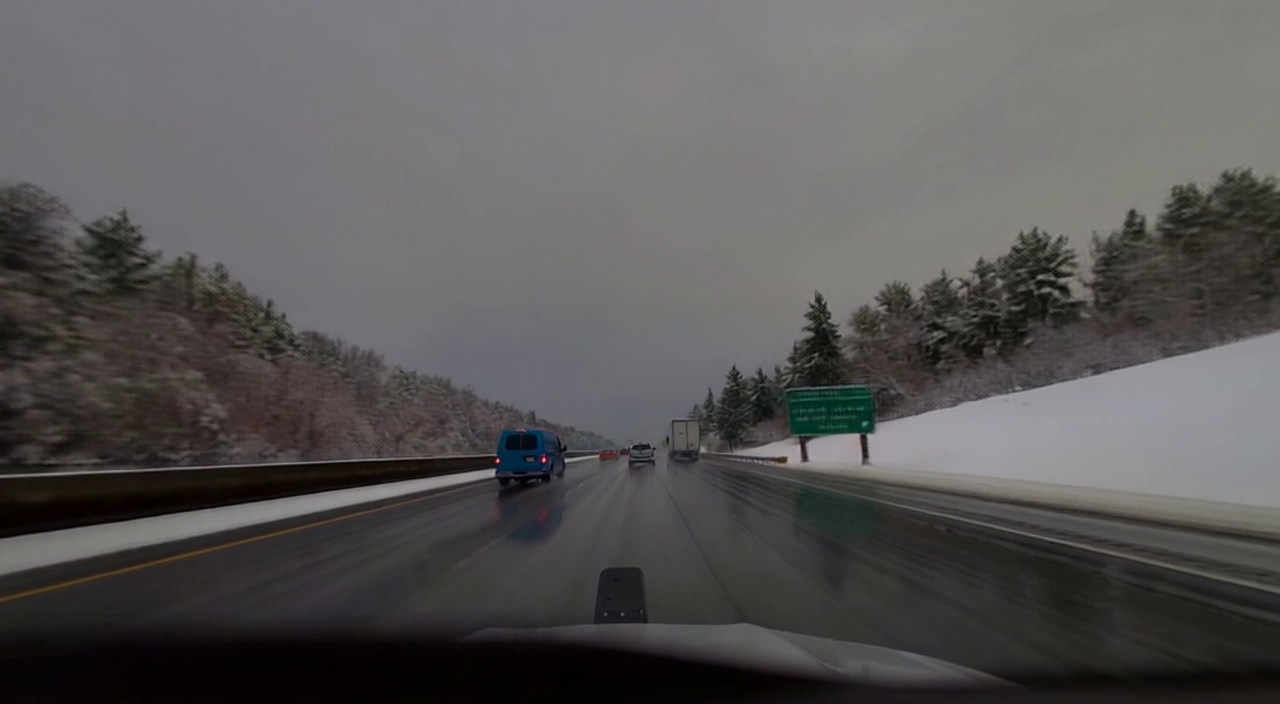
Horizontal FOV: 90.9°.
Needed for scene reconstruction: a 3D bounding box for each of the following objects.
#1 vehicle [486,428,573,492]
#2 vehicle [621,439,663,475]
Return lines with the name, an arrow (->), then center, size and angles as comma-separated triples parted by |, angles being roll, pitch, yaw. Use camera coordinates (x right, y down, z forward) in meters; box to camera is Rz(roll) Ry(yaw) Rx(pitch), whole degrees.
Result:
vehicle -> -3.803, 3.841, 22.647 | 2.167, 1.991, 5.062 | 0, -9, 0
vehicle -> 0.139, 5.901, 35.551 | 2.209, 1.825, 4.036 | -1, -9, 1
